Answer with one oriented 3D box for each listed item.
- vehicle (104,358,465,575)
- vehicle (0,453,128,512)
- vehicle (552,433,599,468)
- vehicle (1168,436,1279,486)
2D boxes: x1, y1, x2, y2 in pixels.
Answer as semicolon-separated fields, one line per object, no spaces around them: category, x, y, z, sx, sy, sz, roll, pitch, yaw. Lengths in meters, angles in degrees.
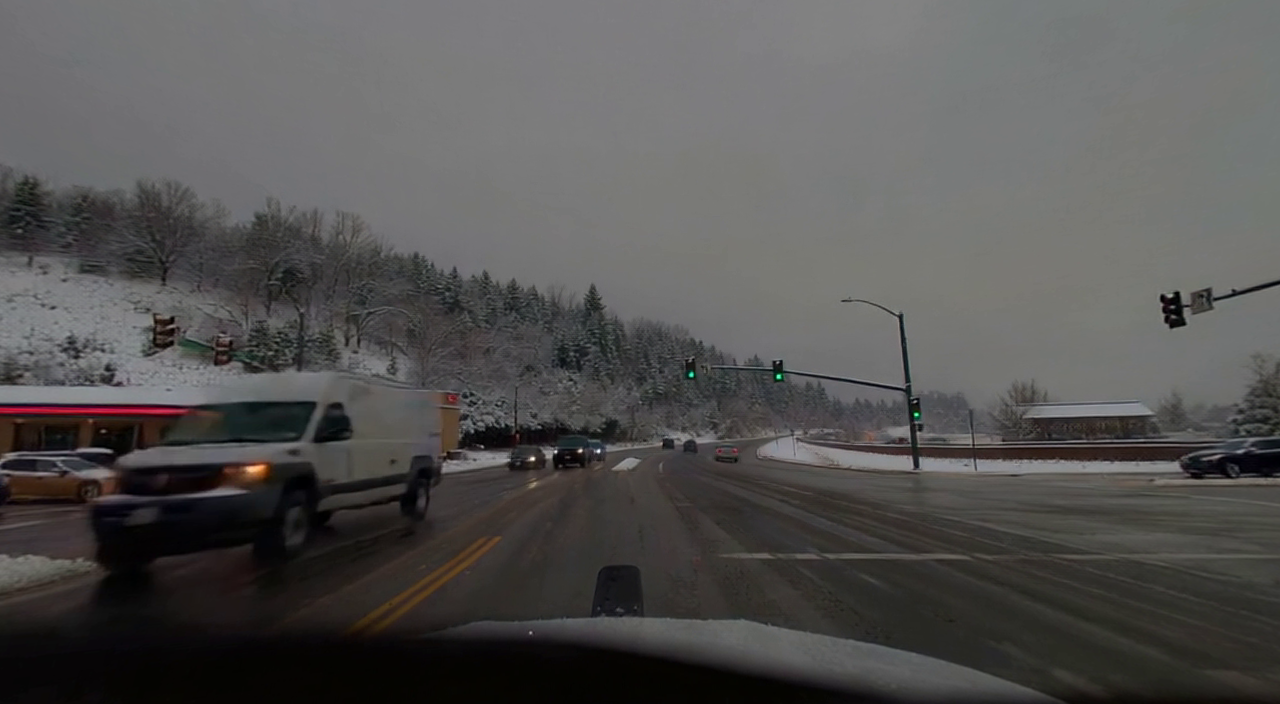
vehicle;-4.444;1.575;9.253;2.196;2.264;5.206;0;-8;0
vehicle;-19.815;4.196;20.518;4.440;1.748;2.033;0;-8;1
vehicle;-4.368;6.790;43.479;2.662;2.197;5.454;0;-8;0
vehicle;25.036;4.472;26.077;4.546;1.944;2.051;1;-9;-5
